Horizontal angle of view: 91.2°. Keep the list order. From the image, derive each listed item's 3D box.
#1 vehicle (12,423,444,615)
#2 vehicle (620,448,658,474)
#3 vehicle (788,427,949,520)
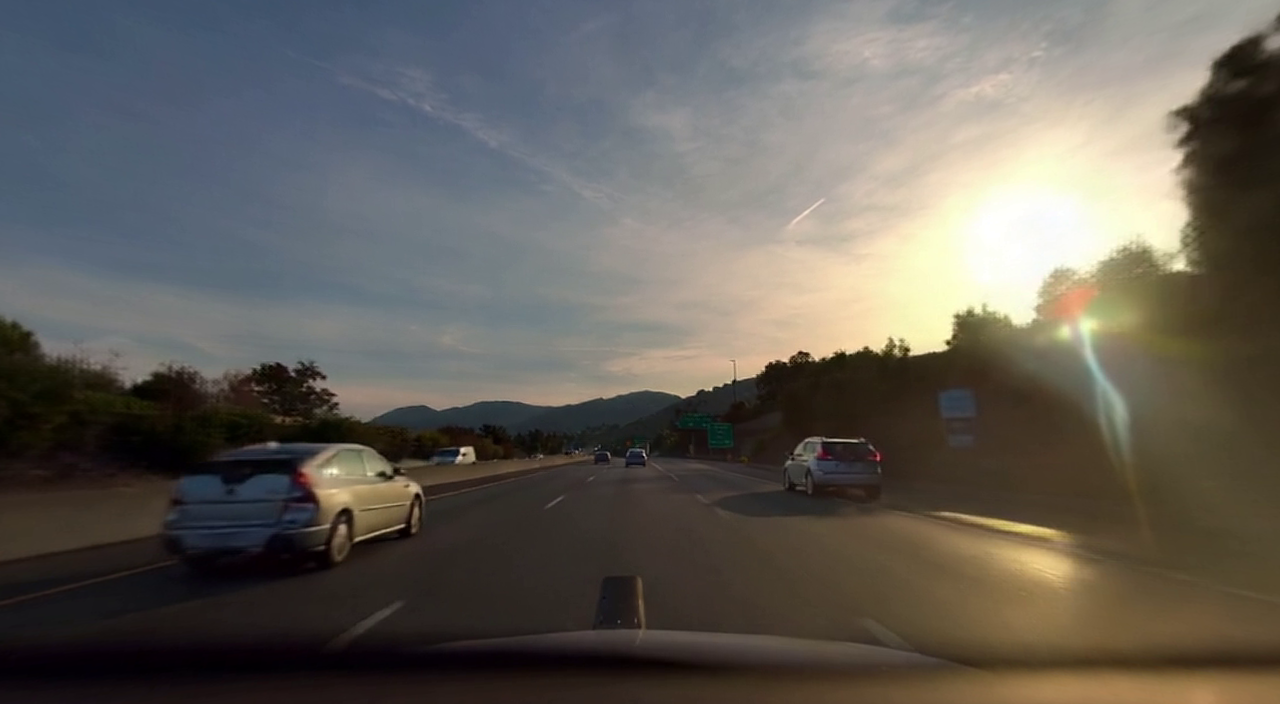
[{"bbox_3d":[-4.198,1.754,7.503,2.084,1.594,4.219,-1,-9,4],"label":"vehicle"},{"bbox_3d":[-0.029,6.903,39.882,1.969,1.595,3.964,-1,-9,6],"label":"vehicle"},{"bbox_3d":[4.704,2.575,13.695,2.143,1.667,4.221,-1,-9,4],"label":"vehicle"}]
